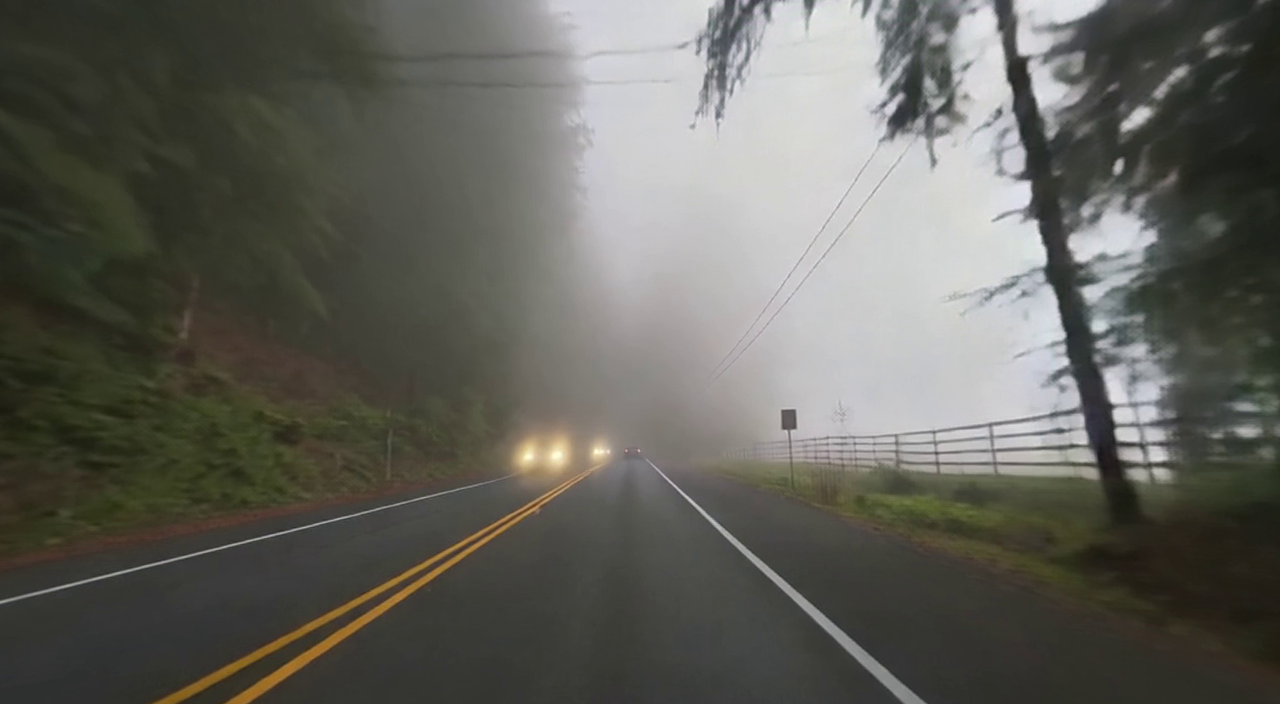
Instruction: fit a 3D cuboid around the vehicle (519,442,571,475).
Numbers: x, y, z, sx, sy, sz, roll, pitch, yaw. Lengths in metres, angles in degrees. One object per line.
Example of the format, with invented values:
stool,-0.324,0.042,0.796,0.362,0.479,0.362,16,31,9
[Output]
vehicle,-5.070,5.754,34.443,2.129,1.664,4.528,0,-8,0
